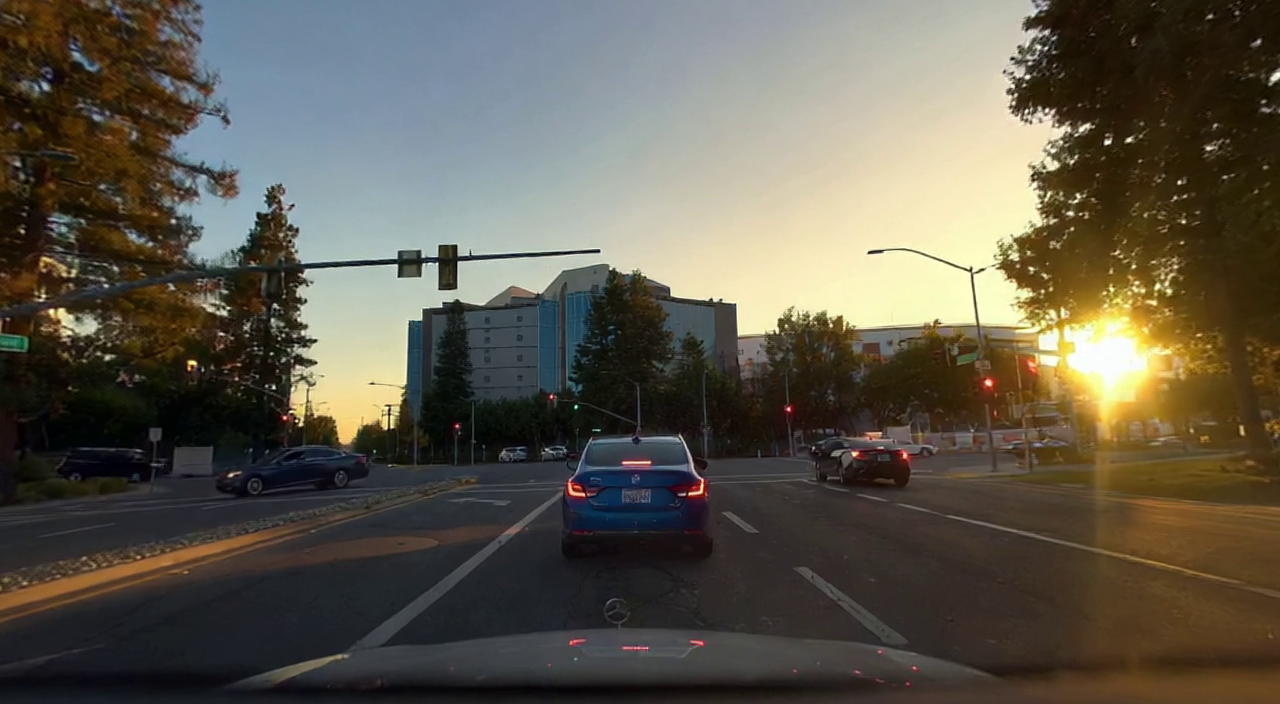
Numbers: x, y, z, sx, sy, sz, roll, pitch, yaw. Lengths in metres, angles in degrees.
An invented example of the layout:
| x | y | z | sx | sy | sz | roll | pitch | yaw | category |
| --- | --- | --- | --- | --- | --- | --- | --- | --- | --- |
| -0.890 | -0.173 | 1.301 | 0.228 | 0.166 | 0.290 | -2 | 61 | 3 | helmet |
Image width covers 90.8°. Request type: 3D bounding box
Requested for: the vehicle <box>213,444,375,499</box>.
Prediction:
| x | y | z | sx | sy | sz | roll | pitch | yaw | category |
| --- | --- | --- | --- | --- | --- | --- | --- | --- | --- |
| -12.192 | 4.183 | 22.672 | 2.097 | 1.710 | 4.649 | -4 | -9 | 24 | vehicle |

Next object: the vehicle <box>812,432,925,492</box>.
| x | y | z | sx | sy | sz | roll | pitch | yaw | category |
| --- | --- | --- | --- | --- | --- | --- | --- | --- | --- |
| 7.055 | 3.438 | 20.075 | 2.039 | 1.692 | 4.319 | 0 | -8 | 1 | vehicle |

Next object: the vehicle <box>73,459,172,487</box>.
| x | y | z | sx | sy | sz | roll | pitch | yaw | category |
| --- | --- | --- | --- | --- | --- | --- | --- | --- | --- |
| -32.385 | 7.553 | 39.637 | 4.401 | 1.625 | 1.863 | 0 | -8 | -4 | vehicle |

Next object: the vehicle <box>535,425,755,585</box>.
| x | y | z | sx | sy | sz | roll | pitch | yaw | category |
| --- | --- | --- | --- | --- | --- | --- | --- | --- | --- |
| -0.010 | 1.761 | 8.141 | 2.070 | 1.488 | 4.206 | 0 | -8 | -2 | vehicle |
